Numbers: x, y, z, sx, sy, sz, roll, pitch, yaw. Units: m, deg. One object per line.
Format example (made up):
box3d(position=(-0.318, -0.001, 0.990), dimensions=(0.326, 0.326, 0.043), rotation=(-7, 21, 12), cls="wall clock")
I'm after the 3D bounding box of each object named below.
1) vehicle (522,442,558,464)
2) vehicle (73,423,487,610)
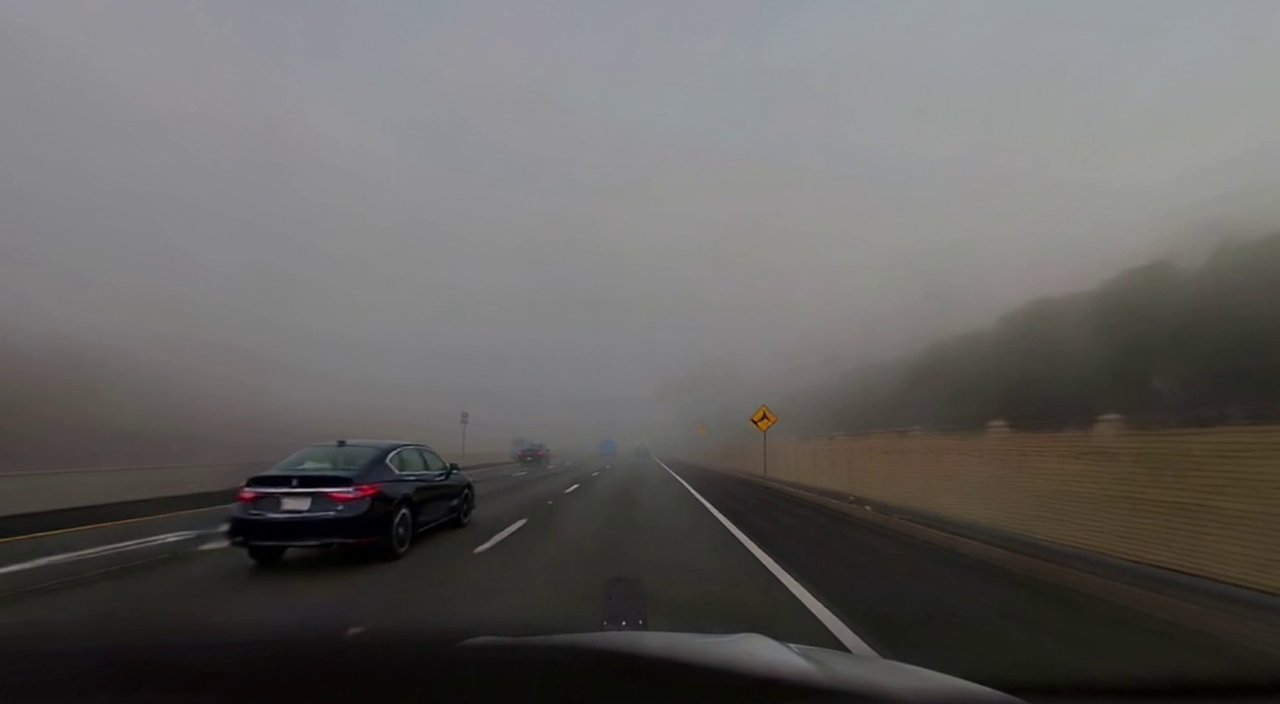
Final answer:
box3d(position=(-7.501, 7.594, 47.564), dimensions=(2.014, 1.598, 4.015), rotation=(0, -8, 1), cls="vehicle")
box3d(position=(-3.568, 1.716, 7.708), dimensions=(2.081, 1.514, 4.943), rotation=(0, -8, 1), cls="vehicle")
